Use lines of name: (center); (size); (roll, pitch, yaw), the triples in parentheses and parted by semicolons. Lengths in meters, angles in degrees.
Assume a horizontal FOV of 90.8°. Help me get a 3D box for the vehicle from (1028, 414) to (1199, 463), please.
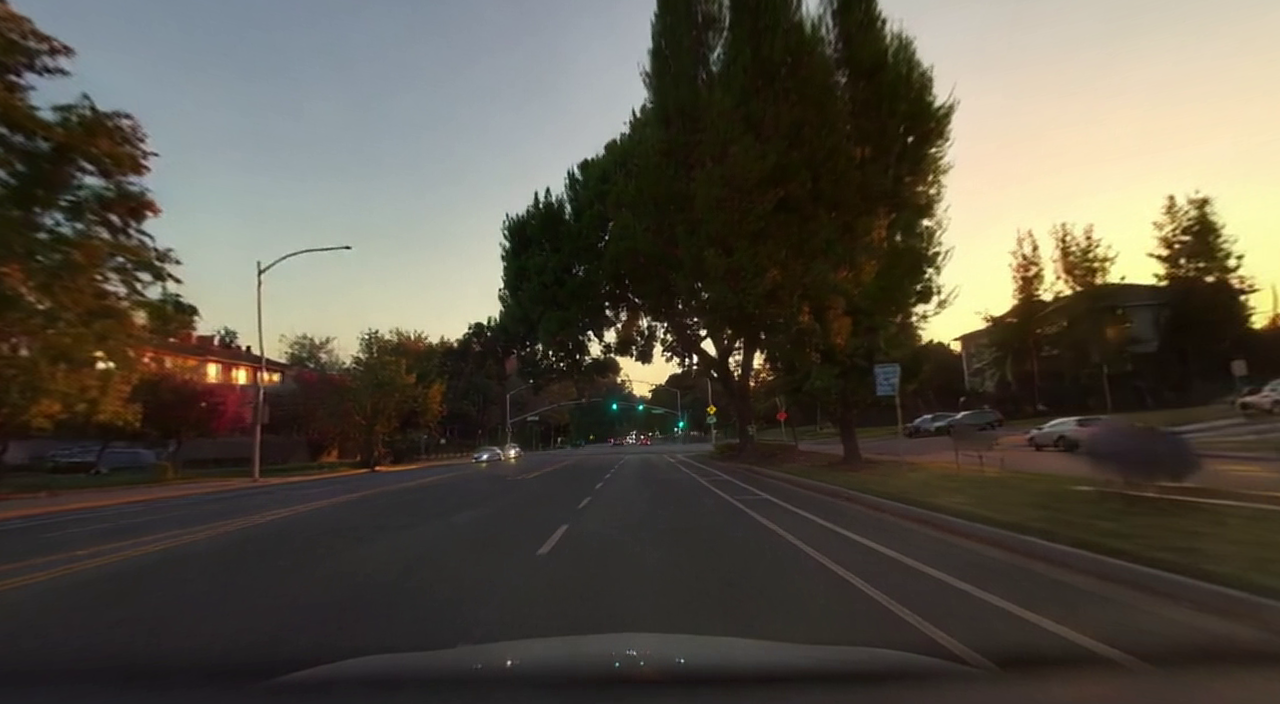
vehicle: (15.595, 2.926, 21.233); (1.882, 1.446, 4.741); (0, -8, -4)

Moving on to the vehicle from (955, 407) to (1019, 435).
vehicle: (26.842, 5.389, 49.021); (2.081, 1.949, 4.635); (3, -7, -5)

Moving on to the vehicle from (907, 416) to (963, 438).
vehicle: (22.972, 5.865, 49.333); (1.911, 1.598, 4.322); (1, -8, -6)
